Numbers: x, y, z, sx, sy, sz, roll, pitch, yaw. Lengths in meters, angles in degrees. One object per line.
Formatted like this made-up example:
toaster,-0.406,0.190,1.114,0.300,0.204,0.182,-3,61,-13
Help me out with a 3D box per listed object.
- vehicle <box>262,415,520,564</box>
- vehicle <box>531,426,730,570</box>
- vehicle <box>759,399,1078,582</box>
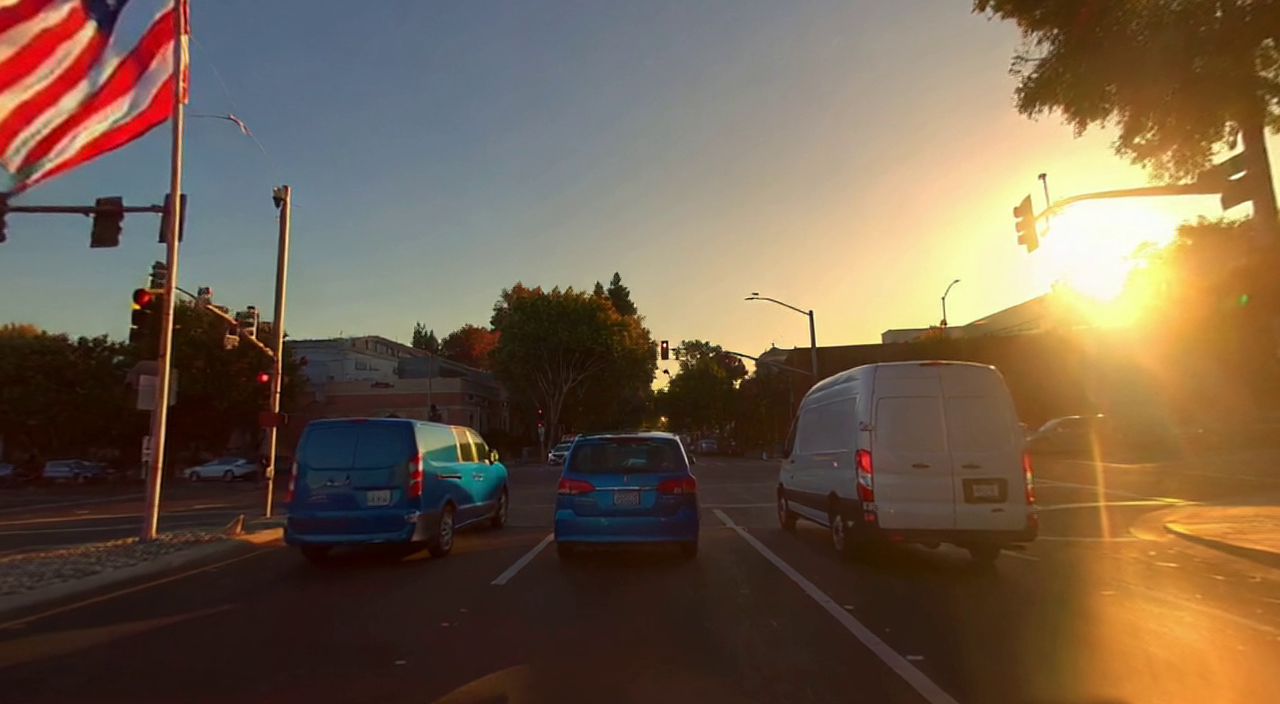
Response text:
vehicle,-3.250,1.877,9.285,2.024,1.677,3.998,0,-9,2
vehicle,-0.128,1.858,8.787,2.098,1.494,4.118,0,-9,-1
vehicle,3.086,1.660,8.311,2.178,1.746,4.400,0,-9,0
